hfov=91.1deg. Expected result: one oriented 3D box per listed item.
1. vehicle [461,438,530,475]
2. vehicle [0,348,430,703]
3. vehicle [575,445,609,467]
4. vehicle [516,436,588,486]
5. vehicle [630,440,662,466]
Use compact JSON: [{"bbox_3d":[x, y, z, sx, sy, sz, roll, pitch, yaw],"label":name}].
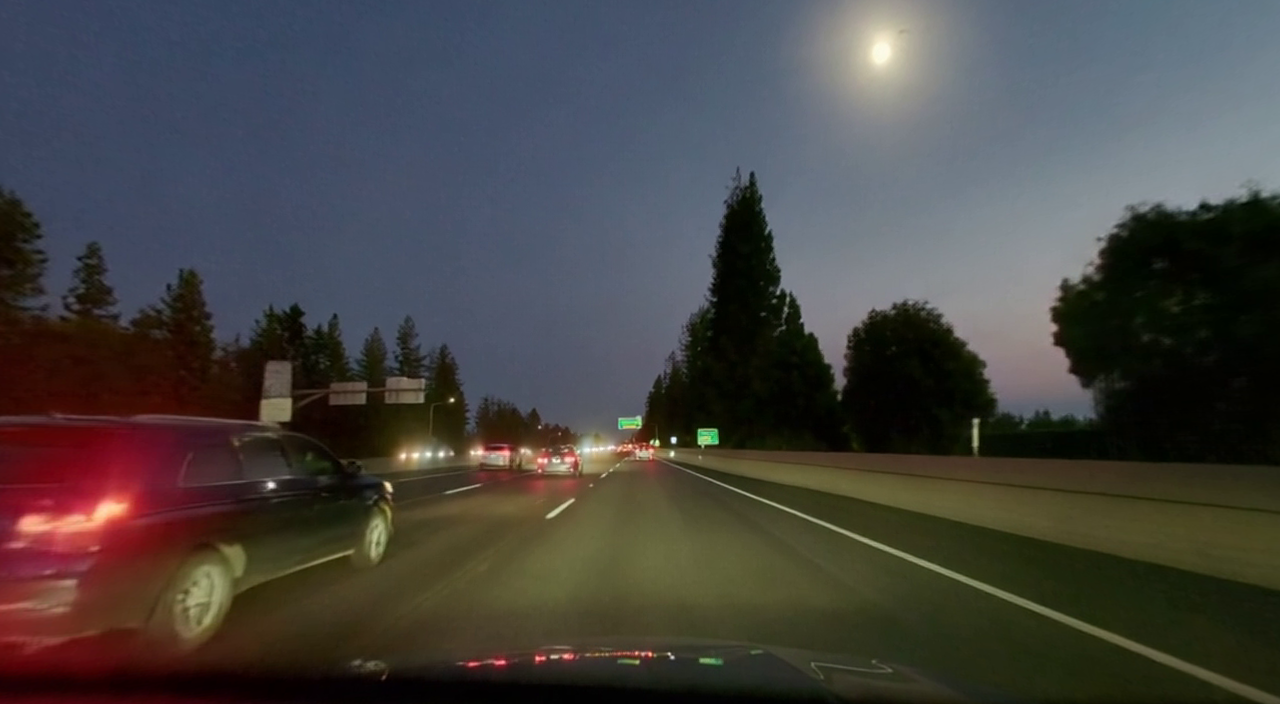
[{"bbox_3d":[-7.199,5.269,31.935,2.134,1.715,5.231,0,-8,1],"label":"vehicle"},{"bbox_3d":[-3.492,1.152,4.647,2.040,1.672,5.122,0,-8,1],"label":"vehicle"},{"bbox_3d":[-3.304,7.183,43.516,2.055,1.431,3.921,0,-8,0],"label":"vehicle"},{"bbox_3d":[-3.177,4.032,23.567,2.056,1.679,4.204,0,-8,1],"label":"vehicle"},{"bbox_3d":[0.474,7.561,47.152,2.285,1.797,4.478,0,-8,0],"label":"vehicle"}]
